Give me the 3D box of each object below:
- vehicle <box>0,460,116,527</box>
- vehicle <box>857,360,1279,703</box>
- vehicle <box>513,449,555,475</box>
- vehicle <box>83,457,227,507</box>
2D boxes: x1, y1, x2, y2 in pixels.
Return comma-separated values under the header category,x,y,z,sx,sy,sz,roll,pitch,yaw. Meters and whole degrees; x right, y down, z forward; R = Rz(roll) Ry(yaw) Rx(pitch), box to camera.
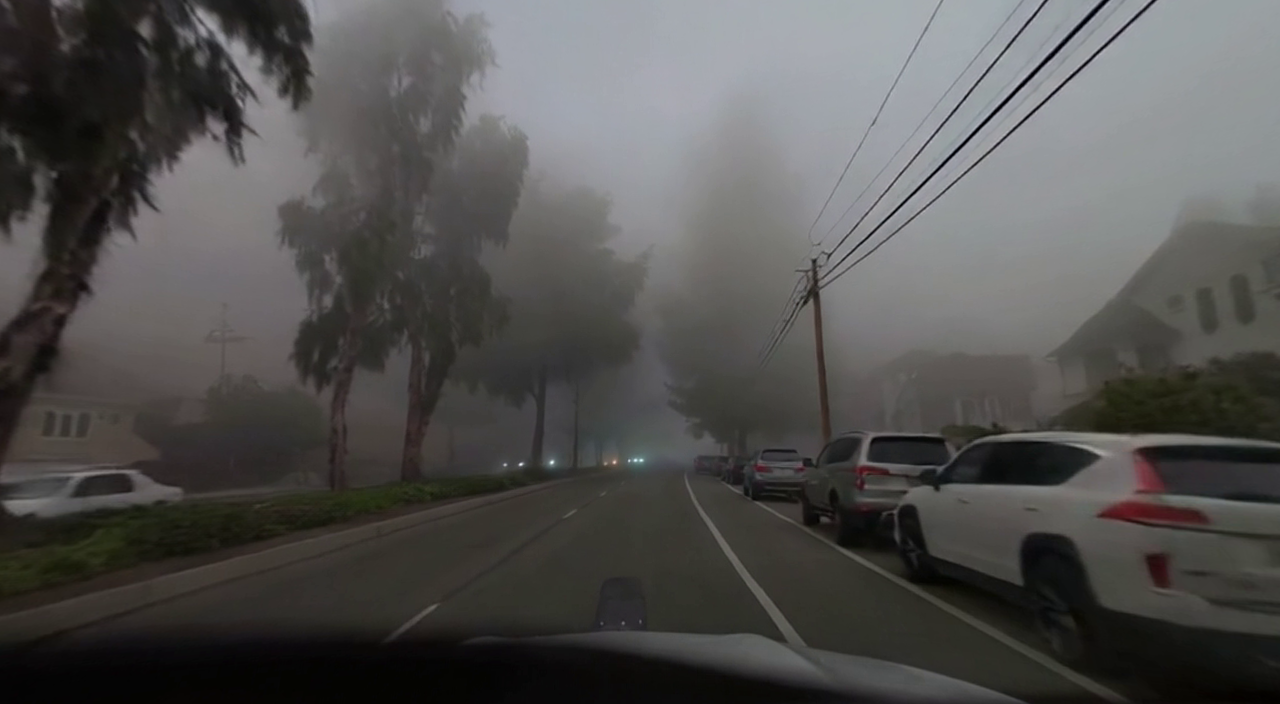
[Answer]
category,x,y,z,sx,sy,sz,roll,pitch,yaw
vehicle,-16.139,3.507,15.682,1.946,1.492,4.794,0,-8,2
vehicle,3.562,1.251,4.801,2.078,1.738,5.133,0,-8,1
vehicle,-7.512,7.805,45.196,2.331,1.696,4.861,0,-8,-1
vehicle,-19.010,5.086,25.042,2.013,1.667,4.412,-1,-8,4
